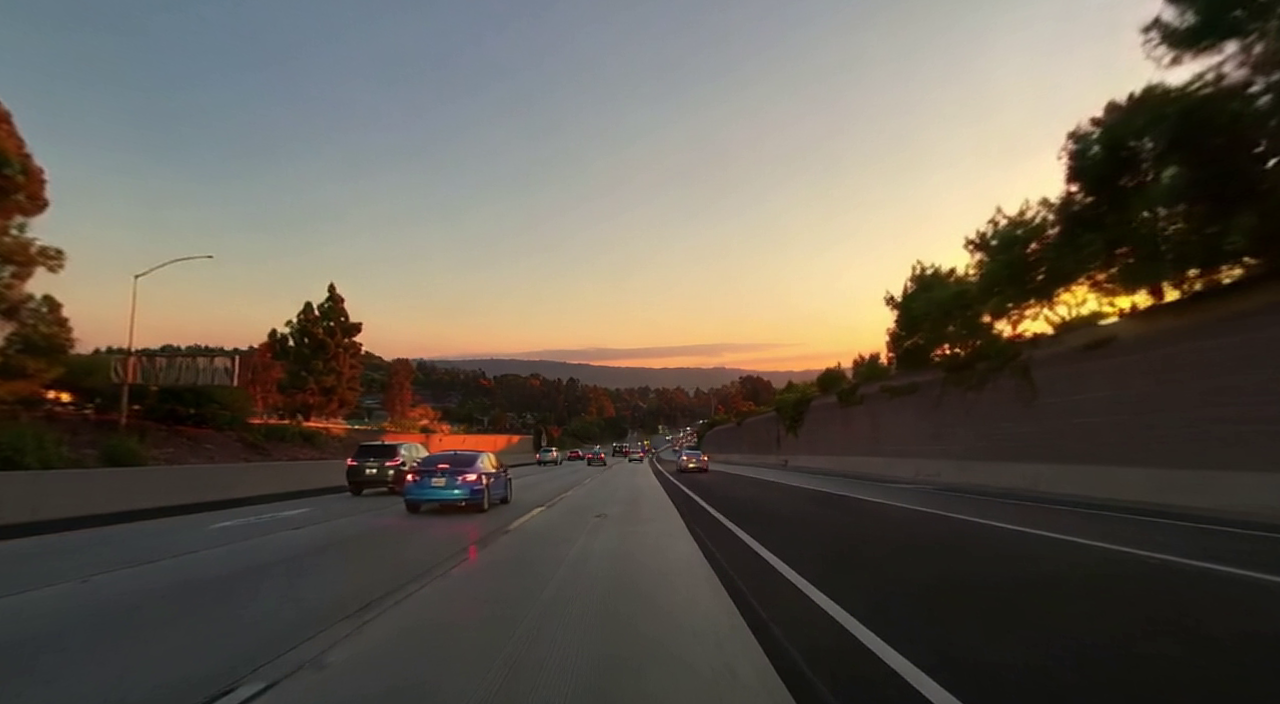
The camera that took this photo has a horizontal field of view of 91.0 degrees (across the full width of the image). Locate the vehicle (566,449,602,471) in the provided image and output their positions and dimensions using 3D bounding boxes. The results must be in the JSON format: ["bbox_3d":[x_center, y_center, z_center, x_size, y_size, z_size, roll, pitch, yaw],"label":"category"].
[{"bbox_3d":[-3.823,7.473,43.708,2.071,1.478,4.130,0,-9,0],"label":"vehicle"}]

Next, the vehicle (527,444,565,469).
[{"bbox_3d":[-6.937,7.781,46.992,2.111,1.811,4.391,0,-9,1],"label":"vehicle"}]

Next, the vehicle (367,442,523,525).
[{"bbox_3d":[-3.997,2.759,13.823,1.988,1.506,4.416,0,-9,0],"label":"vehicle"}]

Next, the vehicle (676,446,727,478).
[{"bbox_3d":[3.110,5.685,32.726,2.141,1.507,4.510,0,-9,0],"label":"vehicle"}]
